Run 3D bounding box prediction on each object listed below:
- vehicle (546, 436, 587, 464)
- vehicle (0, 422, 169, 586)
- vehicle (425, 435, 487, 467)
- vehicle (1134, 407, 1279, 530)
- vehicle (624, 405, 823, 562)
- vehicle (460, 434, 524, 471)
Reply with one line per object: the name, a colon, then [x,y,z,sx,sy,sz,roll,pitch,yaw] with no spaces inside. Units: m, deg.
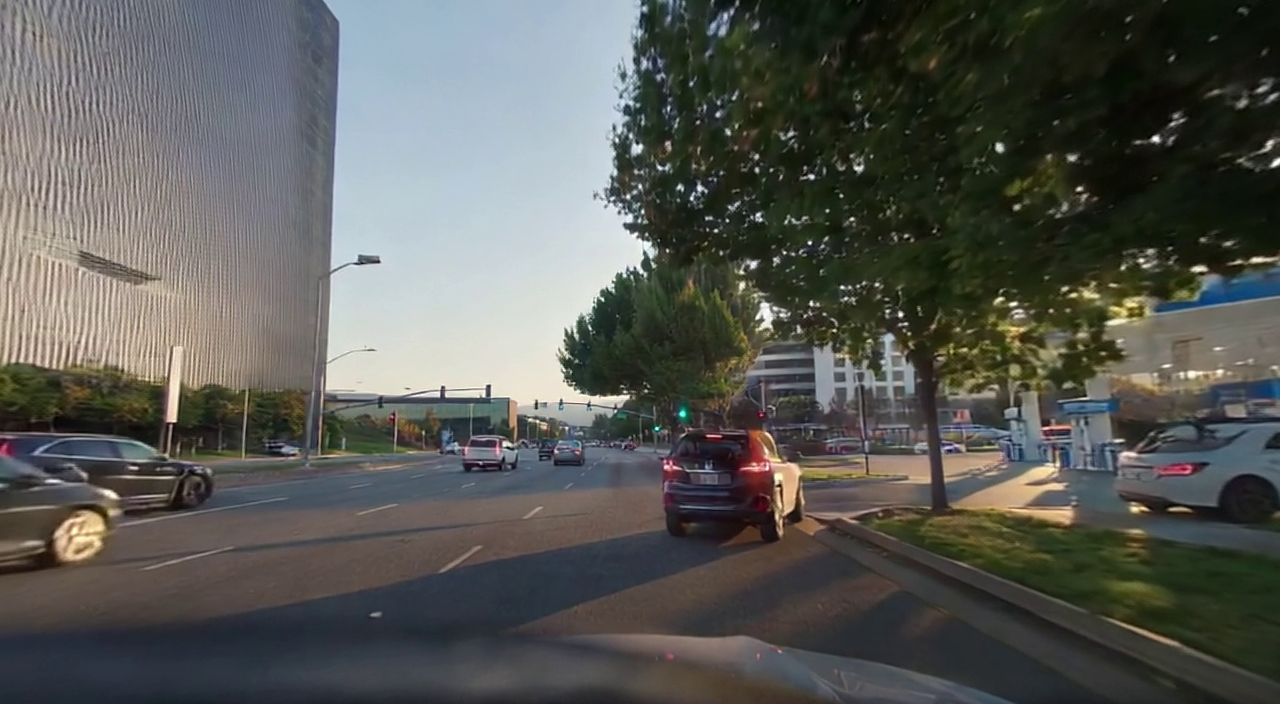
vehicle: [-4.552,6.184,39.840,2.081,1.698,4.362,0,-9,0]
vehicle: [-6.764,1.339,5.431,1.900,1.473,4.425,0,-9,2]
vehicle: [-10.235,5.554,35.450,2.068,1.659,4.509,0,-9,1]
vehicle: [10.324,1.639,8.668,5.052,1.482,2.266,1,-10,3]
vehicle: [1.554,1.857,9.662,2.169,1.751,4.613,-3,-9,18]
vehicle: [-6.977,4.783,30.122,2.018,1.658,4.391,0,-9,-1]
